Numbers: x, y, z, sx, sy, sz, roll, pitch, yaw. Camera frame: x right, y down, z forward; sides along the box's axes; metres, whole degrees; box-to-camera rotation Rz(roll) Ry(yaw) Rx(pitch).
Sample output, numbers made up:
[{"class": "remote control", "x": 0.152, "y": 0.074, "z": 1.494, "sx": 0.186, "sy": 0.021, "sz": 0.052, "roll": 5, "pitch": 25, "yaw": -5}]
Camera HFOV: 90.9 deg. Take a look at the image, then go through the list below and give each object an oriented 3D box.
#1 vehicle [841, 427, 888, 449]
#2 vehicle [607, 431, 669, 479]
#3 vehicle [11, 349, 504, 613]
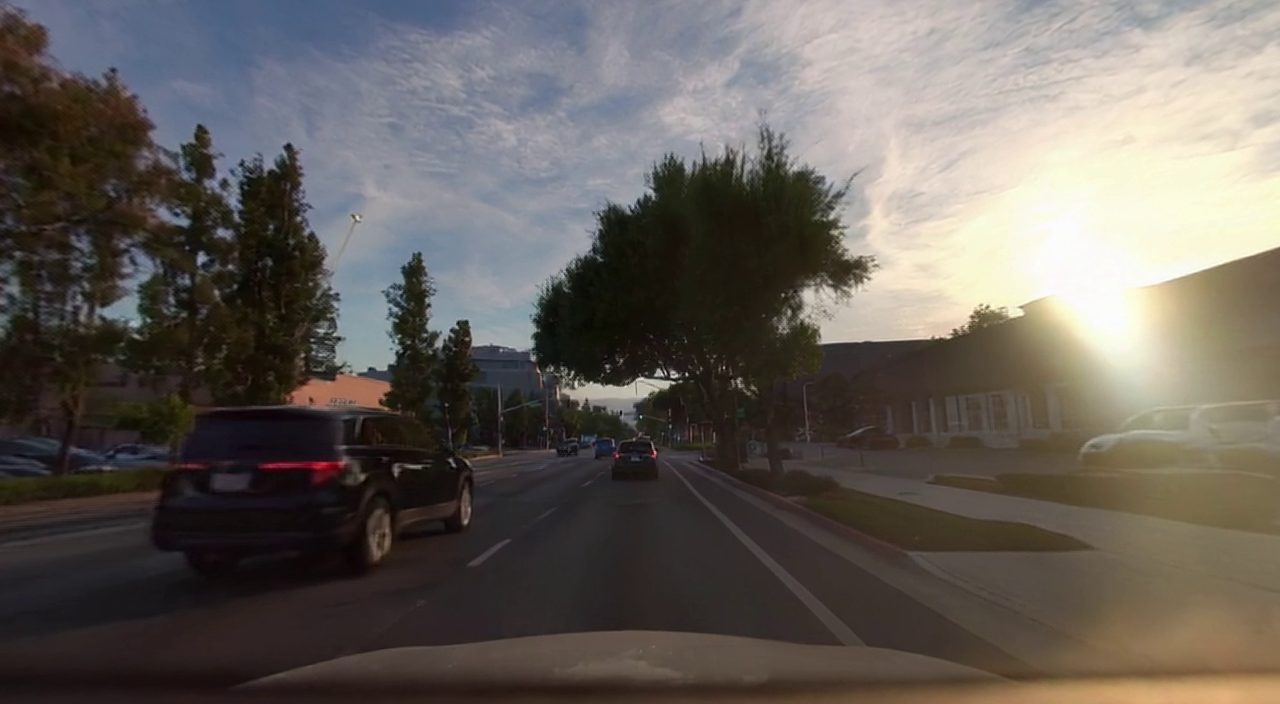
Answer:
[{"class": "vehicle", "x": 17.389, "y": 6.711, "z": 49.070, "sx": 1.856, "sy": 1.491, "sz": 4.209, "roll": -4, "pitch": -8, "yaw": -3}, {"class": "vehicle", "x": -0.017, "y": 3.825, "z": 23.599, "sx": 2.108, "sy": 1.612, "sz": 4.246, "roll": 0, "pitch": -8, "yaw": 1}, {"class": "vehicle", "x": -3.507, "y": 1.358, "z": 7.583, "sx": 2.358, "sy": 1.990, "sz": 5.447, "roll": 0, "pitch": -8, "yaw": 2}]
